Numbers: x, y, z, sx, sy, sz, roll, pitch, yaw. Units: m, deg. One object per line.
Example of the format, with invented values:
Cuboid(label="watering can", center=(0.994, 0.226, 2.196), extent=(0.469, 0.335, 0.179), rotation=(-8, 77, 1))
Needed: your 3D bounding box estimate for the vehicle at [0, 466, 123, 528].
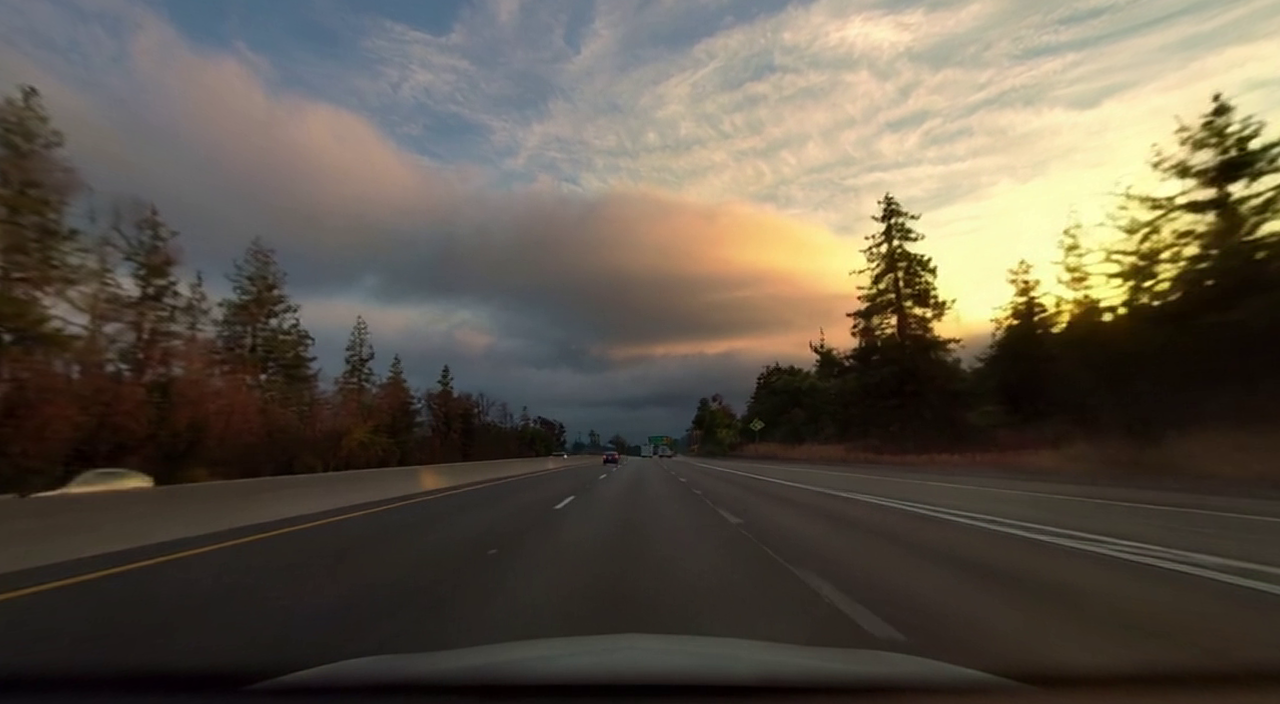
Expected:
Cuboid(label="vehicle", center=(-16.604, 3.866, 17.126), extent=(1.769, 1.419, 3.896), rotation=(0, -9, 0))
